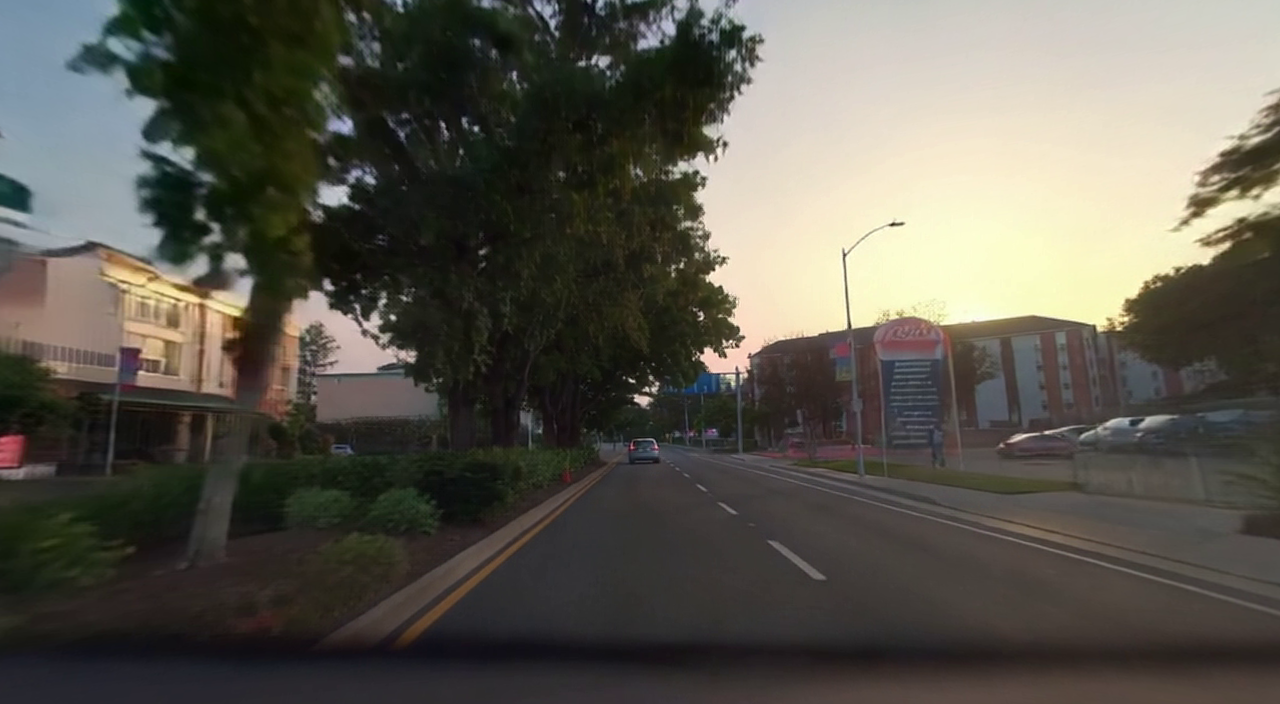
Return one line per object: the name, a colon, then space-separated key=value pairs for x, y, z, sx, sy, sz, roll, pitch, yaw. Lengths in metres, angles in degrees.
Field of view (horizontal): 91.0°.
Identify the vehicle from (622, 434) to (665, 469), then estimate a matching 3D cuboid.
vehicle: x=0.262 y=5.579 z=35.492 sx=2.235 sy=1.719 sz=4.292 roll=2 pitch=-8 yaw=2
